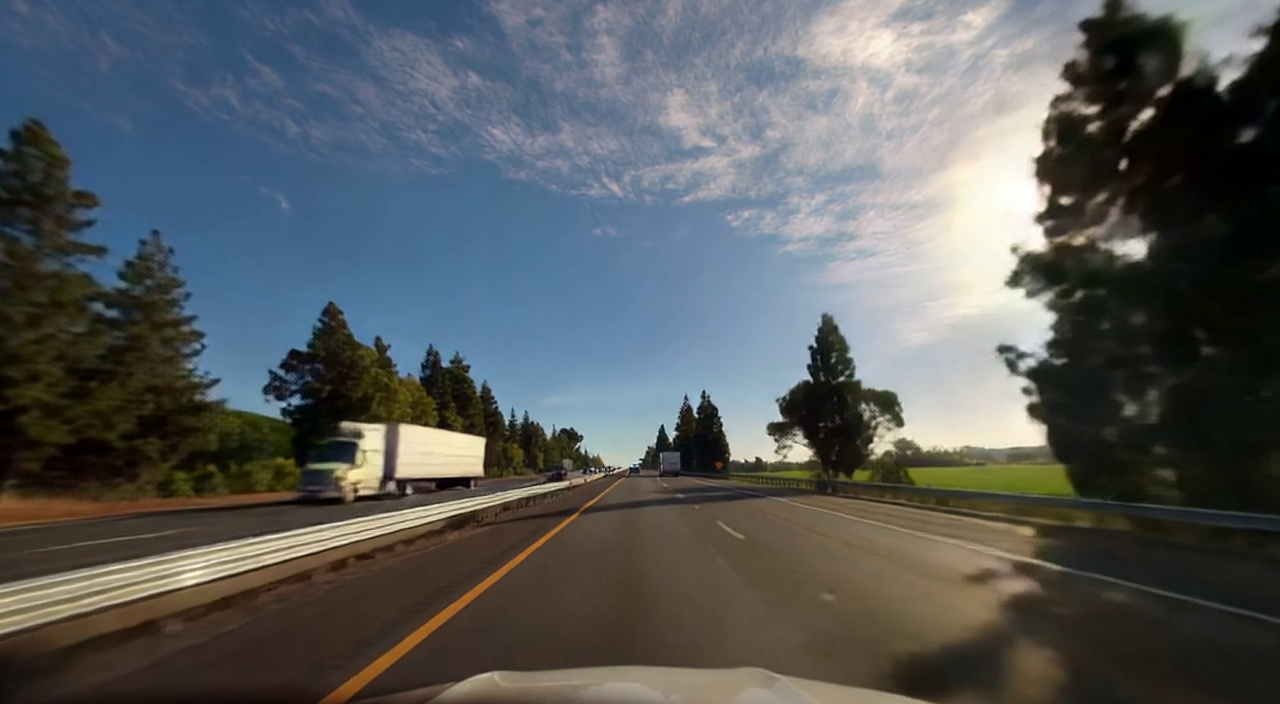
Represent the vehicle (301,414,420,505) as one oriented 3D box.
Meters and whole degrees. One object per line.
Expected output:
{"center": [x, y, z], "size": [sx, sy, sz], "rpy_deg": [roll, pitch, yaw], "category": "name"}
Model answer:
{"center": [-13.472, 5.308, 30.960], "size": [3.026, 3.995, 5.825], "rpy_deg": [1, -11, 0], "category": "vehicle"}
